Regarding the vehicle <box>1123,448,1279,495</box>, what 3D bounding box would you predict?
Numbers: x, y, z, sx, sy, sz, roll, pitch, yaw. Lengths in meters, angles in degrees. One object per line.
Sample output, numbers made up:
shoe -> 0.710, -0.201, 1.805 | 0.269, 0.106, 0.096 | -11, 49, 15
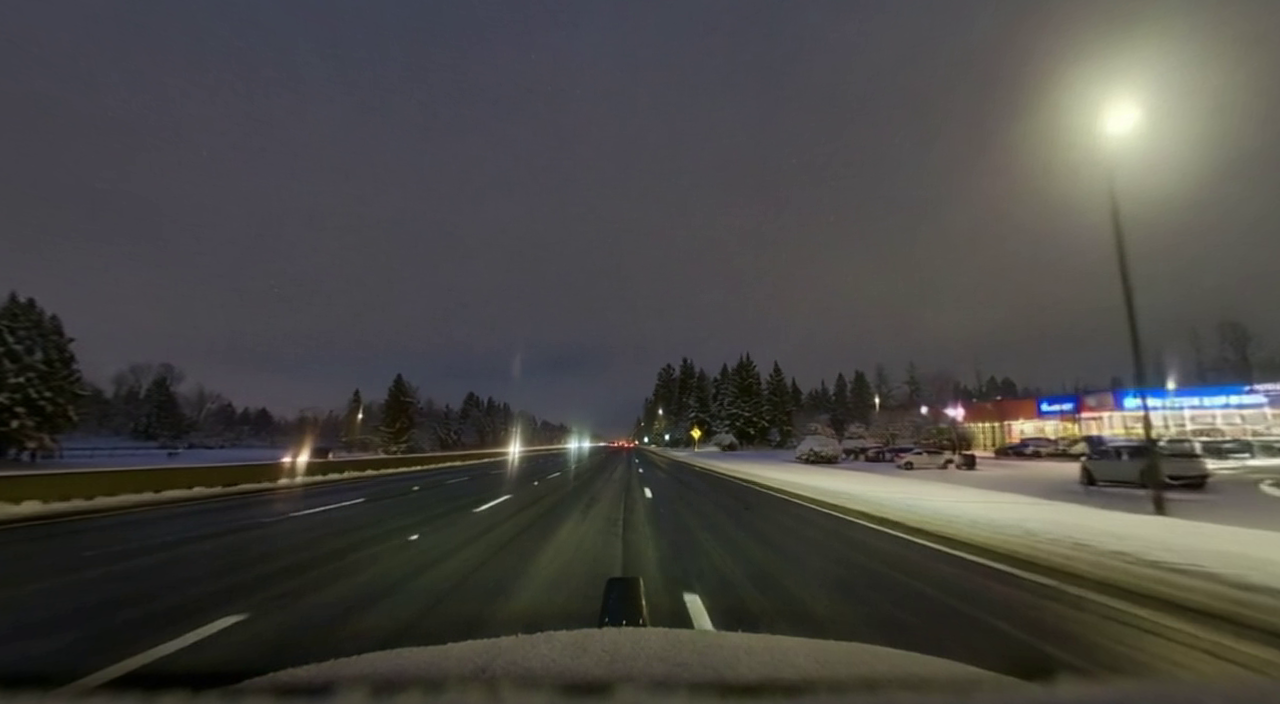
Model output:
vehicle -> 27.053, 5.732, 30.446 | 5.531, 1.855, 2.208 | -3, -8, -1
